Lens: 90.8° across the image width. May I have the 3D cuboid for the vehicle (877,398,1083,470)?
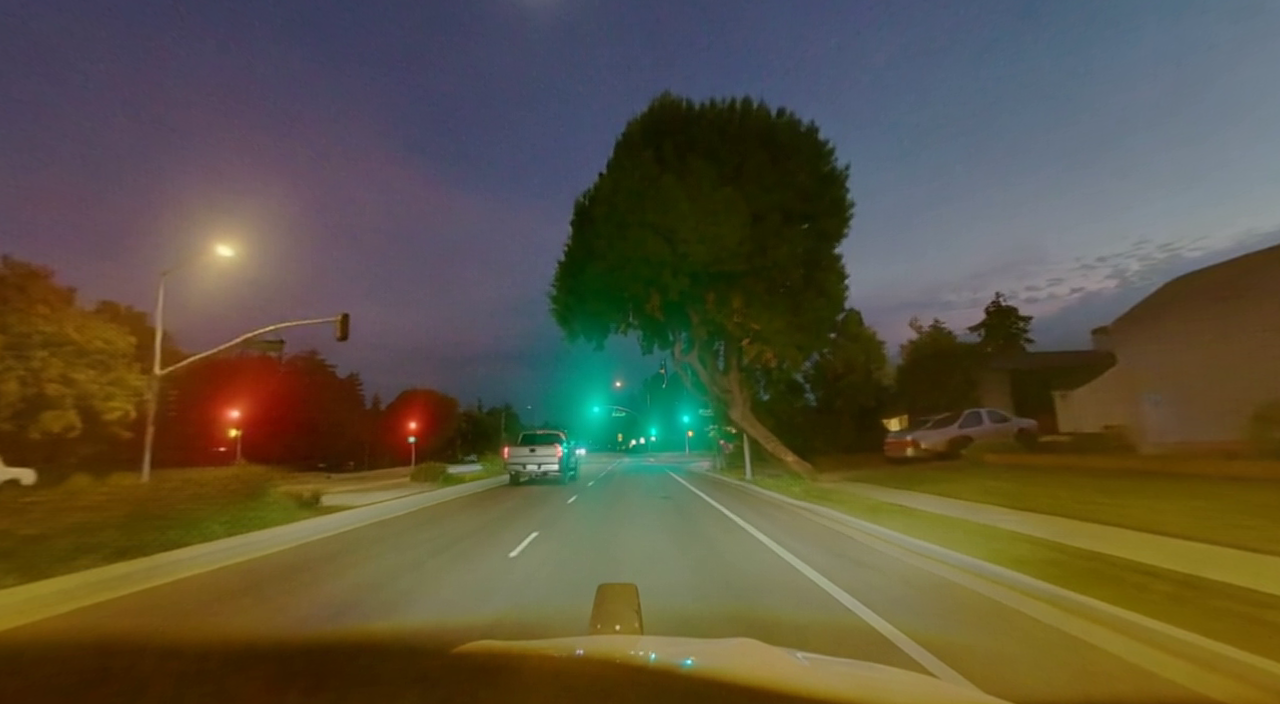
[{"bbox_3d":[10.037,2.459,18.932,4.882,1.839,2.243,-1,-8,-8],"label":"vehicle"}]

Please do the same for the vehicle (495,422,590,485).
[{"bbox_3d":[-3.378,3.729,23.342,2.508,2.001,5.880,0,-9,0],"label":"vehicle"}]

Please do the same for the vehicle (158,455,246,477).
[{"bbox_3d":[-30.249,7.862,43.714,4.506,1.453,2.108,0,-9,0],"label":"vehicle"}]
